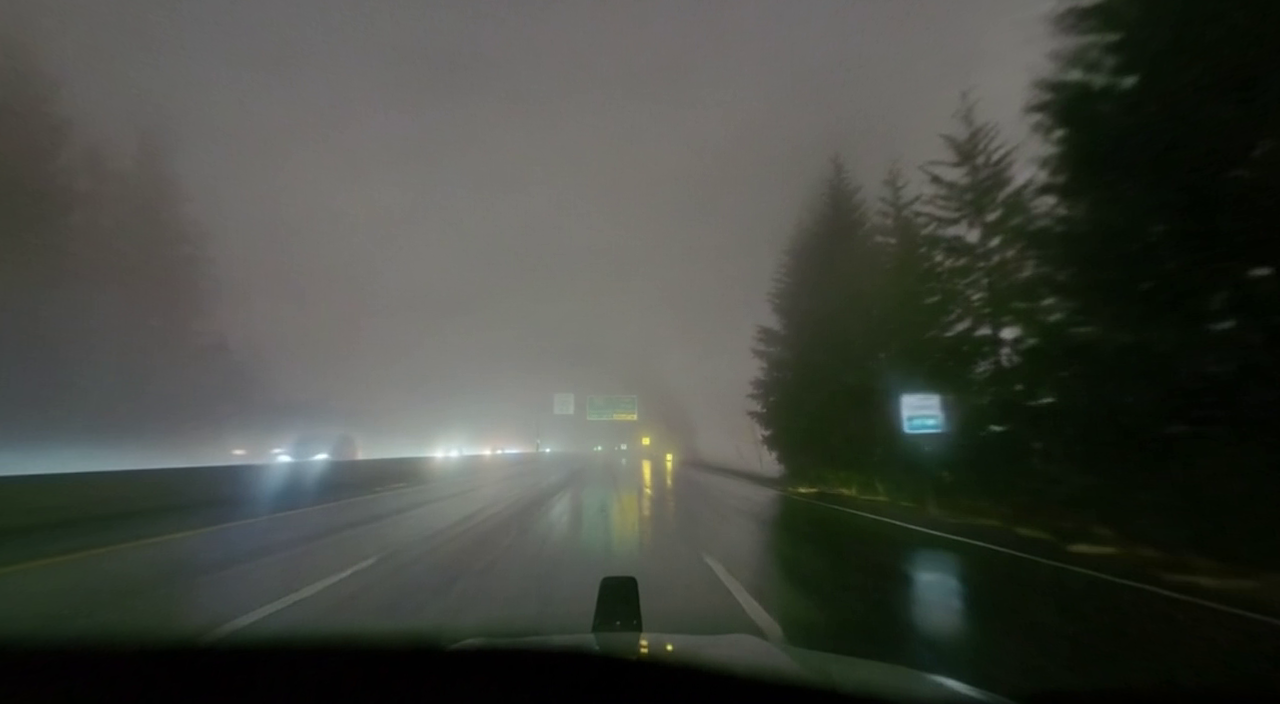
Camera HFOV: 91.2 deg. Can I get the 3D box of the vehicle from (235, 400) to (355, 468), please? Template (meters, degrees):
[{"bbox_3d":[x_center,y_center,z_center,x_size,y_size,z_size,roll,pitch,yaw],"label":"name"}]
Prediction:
[{"bbox_3d":[-19.511,4.784,36.187,2.753,3.469,7.747,0,-9,-3],"label":"vehicle"}]

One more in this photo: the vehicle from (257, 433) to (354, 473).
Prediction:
[{"bbox_3d":[-14.492,4.403,27.438,1.939,1.554,4.335,0,-9,-2],"label":"vehicle"}]
